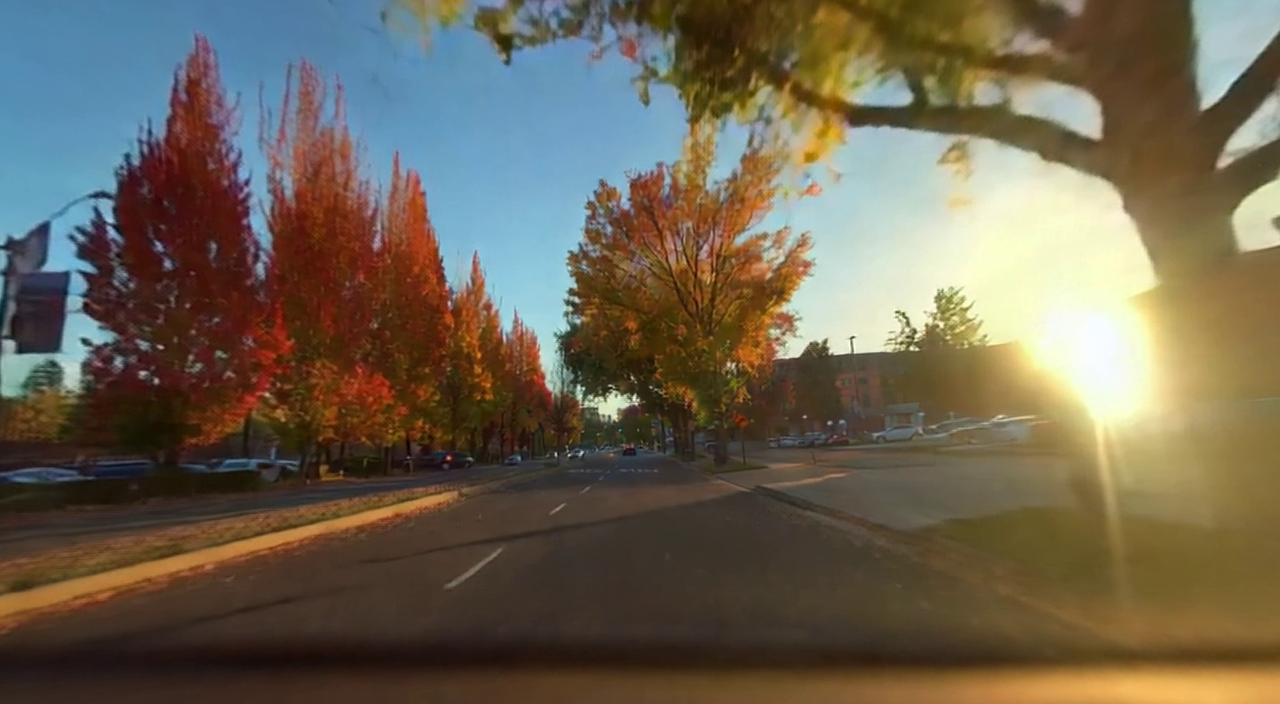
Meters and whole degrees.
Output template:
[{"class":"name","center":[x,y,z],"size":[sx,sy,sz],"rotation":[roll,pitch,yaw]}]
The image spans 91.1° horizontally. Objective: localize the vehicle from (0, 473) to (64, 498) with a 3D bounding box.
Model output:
[{"class":"vehicle","center":[-40.781,8.725,41.110],"size":[4.138,1.508,1.822],"rotation":[0,-9,-2]}]

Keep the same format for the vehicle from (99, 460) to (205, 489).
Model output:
[{"class":"vehicle","center":[-28.386,7.132,36.612],"size":[4.552,1.576,2.005],"rotation":[0,-9,2]}]

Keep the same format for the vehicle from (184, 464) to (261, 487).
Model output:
[{"class":"vehicle","center":[-27.950,8.274,42.070],"size":[3.844,1.448,1.746],"rotation":[0,-9,1]}]
